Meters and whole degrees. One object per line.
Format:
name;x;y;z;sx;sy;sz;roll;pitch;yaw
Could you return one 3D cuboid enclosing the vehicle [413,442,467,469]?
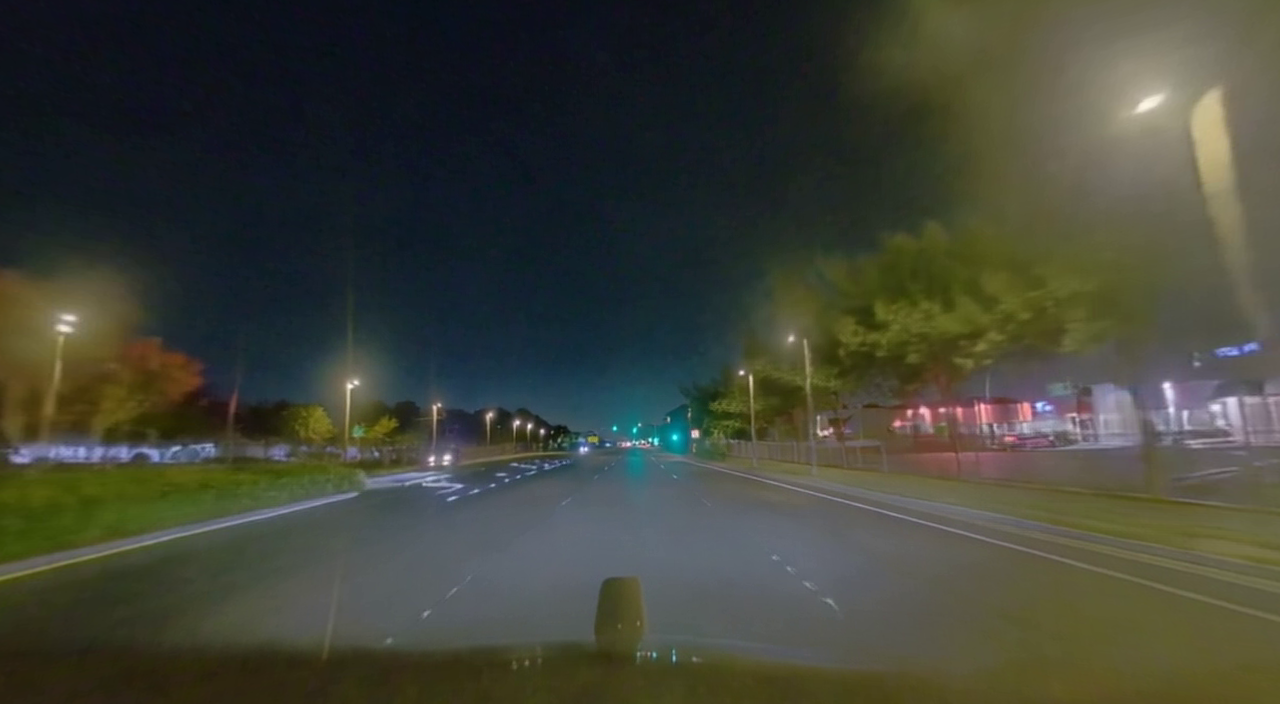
vehicle;-13.934;7.231;44.279;2.133;1.770;5.049;0;-9;0
